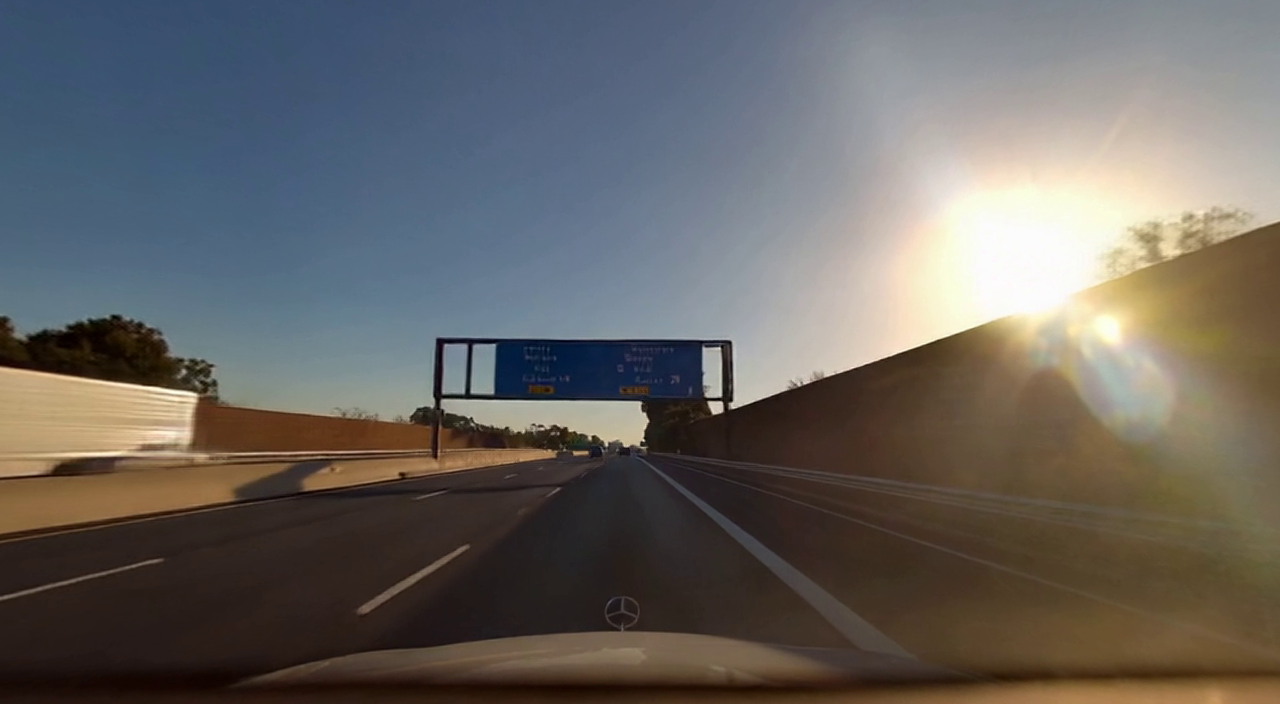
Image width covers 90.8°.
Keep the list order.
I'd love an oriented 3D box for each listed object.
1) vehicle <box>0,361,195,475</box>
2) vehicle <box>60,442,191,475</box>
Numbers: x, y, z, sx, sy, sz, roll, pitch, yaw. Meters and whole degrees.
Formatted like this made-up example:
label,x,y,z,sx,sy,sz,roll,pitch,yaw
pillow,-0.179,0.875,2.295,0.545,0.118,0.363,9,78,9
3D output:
label,x,y,z,sx,sy,sz,roll,pitch,yaw
vehicle,-24.014,2.406,22.734,2.765,3.968,18.709,0,-9,-1
vehicle,-19.759,4.110,24.474,1.880,1.152,3.847,0,-9,-1
